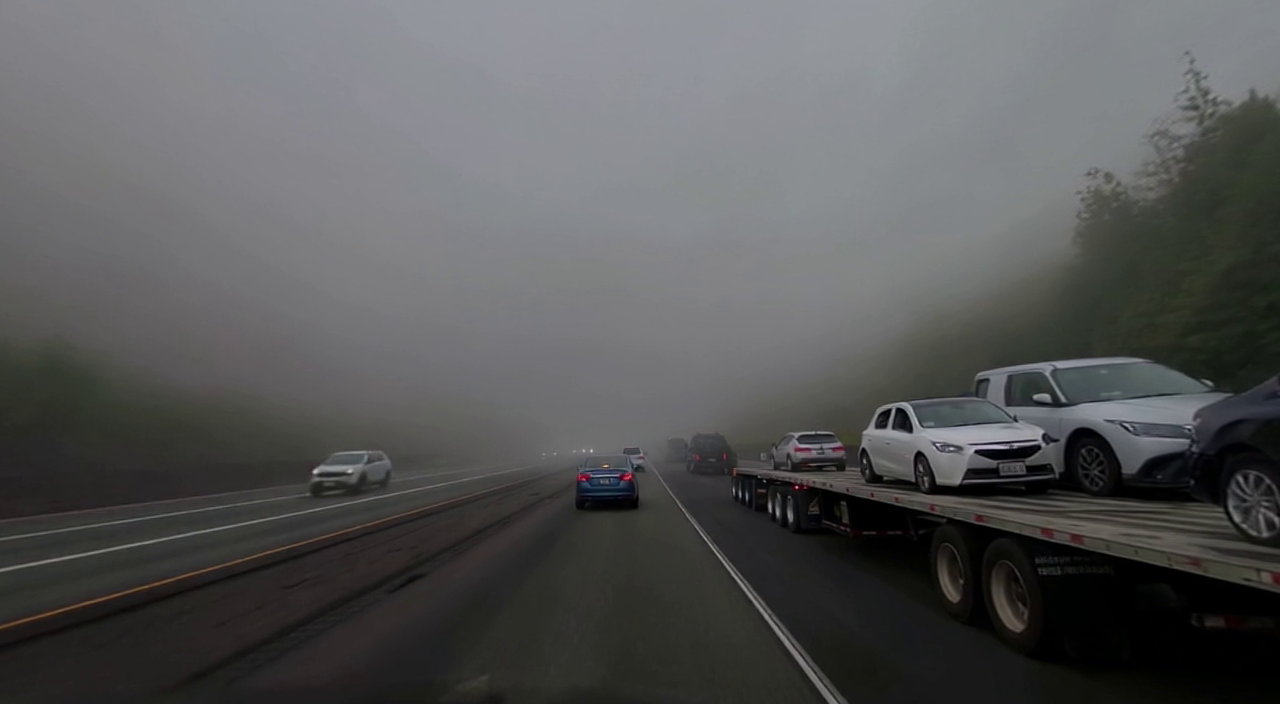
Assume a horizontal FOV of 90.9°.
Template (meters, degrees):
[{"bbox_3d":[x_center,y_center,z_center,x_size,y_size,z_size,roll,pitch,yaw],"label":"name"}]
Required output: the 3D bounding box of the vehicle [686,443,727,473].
[{"bbox_3d":[3.916,6.312,37.734,1.938,1.660,4.223,0,-9,0],"label":"vehicle"}]

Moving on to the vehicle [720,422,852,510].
[{"bbox_3d":[3.406,2.773,15.615,2.303,1.889,3.920,0,-9,0],"label":"vehicle"}]

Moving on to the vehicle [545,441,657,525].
[{"bbox_3d":[-0.686,2.614,13.082,1.991,1.466,3.675,0,-9,0],"label":"vehicle"}]

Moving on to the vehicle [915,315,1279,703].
[{"bbox_3d":[3.476,0.899,3.377,1.959,1.783,4.407,0,-9,0],"label":"vehicle"}]
